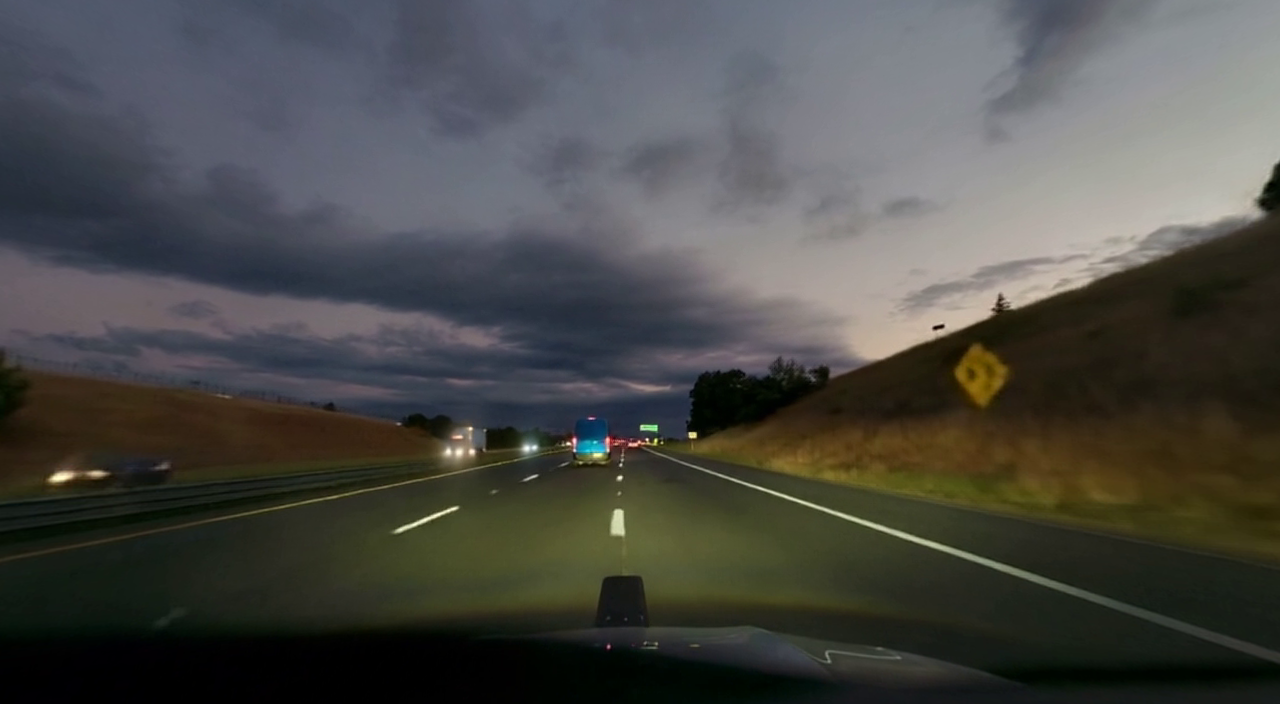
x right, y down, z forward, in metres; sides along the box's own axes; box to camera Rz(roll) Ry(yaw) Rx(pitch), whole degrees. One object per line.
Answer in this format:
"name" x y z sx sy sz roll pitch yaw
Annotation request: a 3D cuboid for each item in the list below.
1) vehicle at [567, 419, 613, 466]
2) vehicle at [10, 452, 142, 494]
"vehicle" -2.797 5.258 36.468 2.329 2.483 5.428 0 -8 -2
"vehicle" -22.042 4.708 24.818 1.734 1.462 3.838 0 -8 -3
